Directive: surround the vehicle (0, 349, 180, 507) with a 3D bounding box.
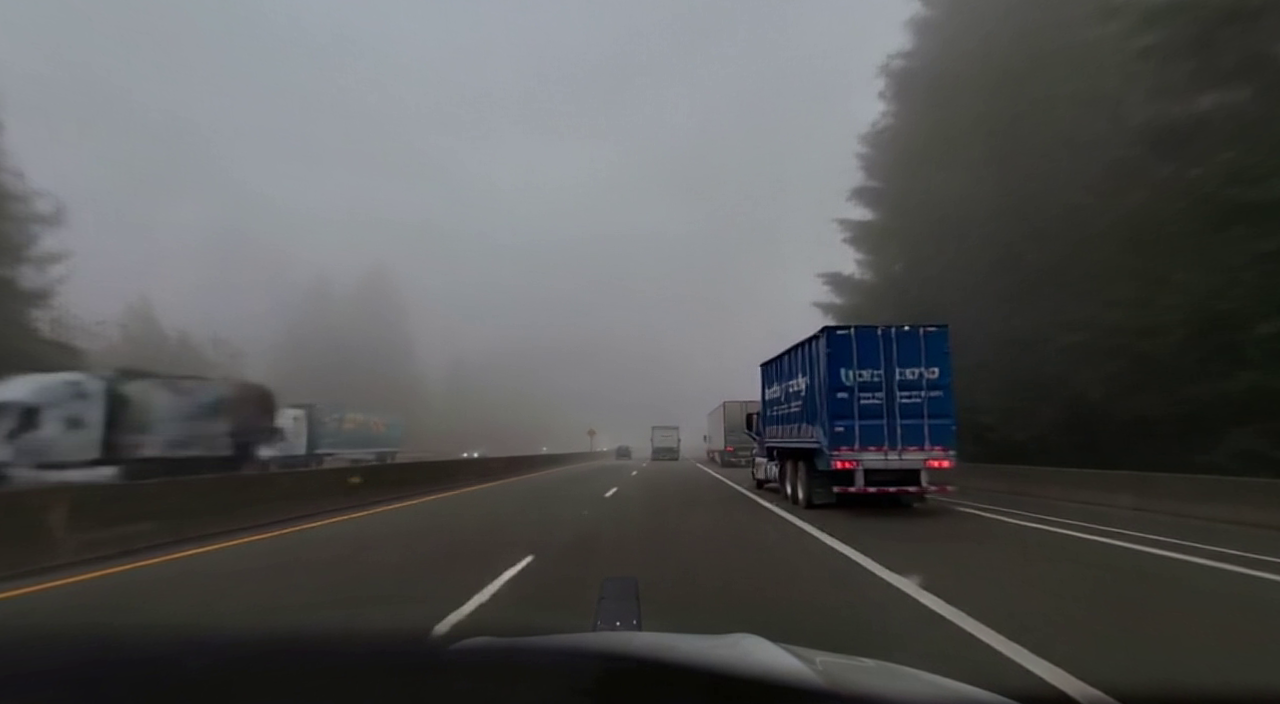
[{"bbox_3d":[-15.893,1.995,16.219,3.037,3.540,6.335,0,-8,1],"label":"vehicle"}]

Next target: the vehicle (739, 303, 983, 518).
[{"bbox_3d":[4.732,1.678,16.346,2.920,3.860,10.035,0,-8,2],"label":"vehicle"}]
